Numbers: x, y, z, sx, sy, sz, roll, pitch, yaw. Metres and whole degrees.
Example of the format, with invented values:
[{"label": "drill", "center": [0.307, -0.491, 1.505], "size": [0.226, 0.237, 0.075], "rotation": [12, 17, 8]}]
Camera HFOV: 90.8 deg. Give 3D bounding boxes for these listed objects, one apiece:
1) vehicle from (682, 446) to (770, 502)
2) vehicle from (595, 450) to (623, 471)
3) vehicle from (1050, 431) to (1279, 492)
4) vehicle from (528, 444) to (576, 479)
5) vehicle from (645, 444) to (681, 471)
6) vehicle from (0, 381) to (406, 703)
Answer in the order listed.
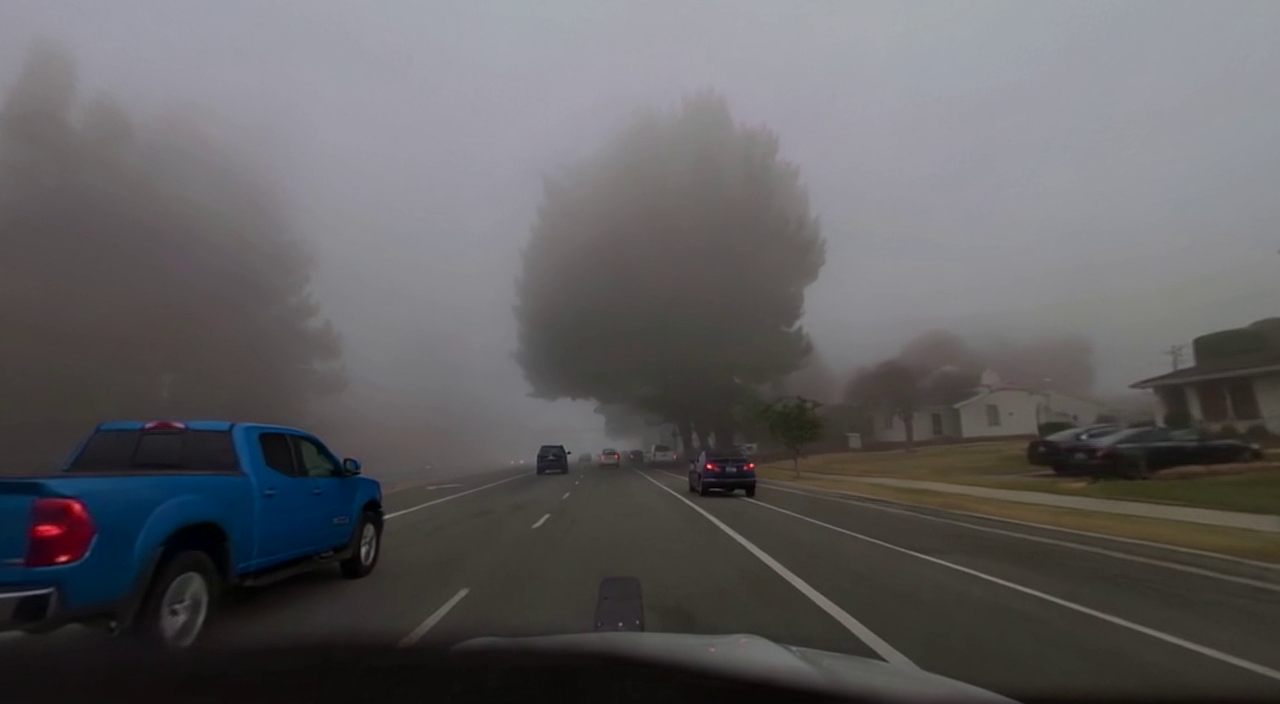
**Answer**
[{"label": "vehicle", "center": [2.452, 3.589, 19.108], "size": [1.884, 1.463, 4.195], "rotation": [0, -9, -3]}, {"label": "vehicle", "center": [-2.440, 8.275, 48.416], "size": [2.030, 1.477, 4.330], "rotation": [0, -9, -4]}, {"label": "vehicle", "center": [13.611, 2.796, 16.316], "size": [4.597, 1.439, 2.062], "rotation": [0, -9, -1]}, {"label": "vehicle", "center": [-4.881, 6.164, 35.827], "size": [2.218, 1.829, 4.492], "rotation": [0, -9, -2]}, {"label": "vehicle", "center": [1.570, 7.538, 45.308], "size": [2.099, 1.845, 4.363], "rotation": [0, -9, -4]}, {"label": "vehicle", "center": [-4.047, 1.391, 5.454], "size": [2.111, 1.745, 5.274], "rotation": [0, -8, -1]}]
